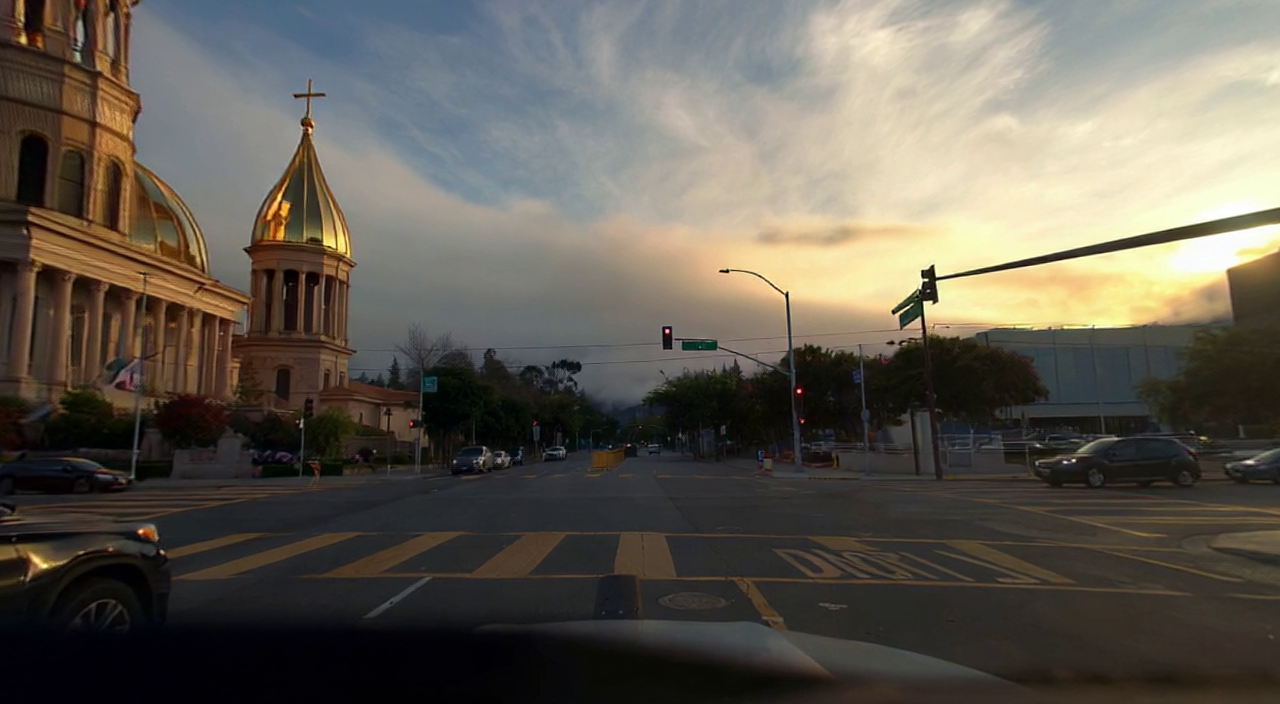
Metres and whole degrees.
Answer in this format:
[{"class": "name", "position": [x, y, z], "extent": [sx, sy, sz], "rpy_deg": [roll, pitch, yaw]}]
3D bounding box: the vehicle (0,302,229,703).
[{"class": "vehicle", "position": [-3.876, 0.582, 1.192], "extent": [2.251, 2.009, 5.688], "rpy_deg": [0, -8, 1]}]

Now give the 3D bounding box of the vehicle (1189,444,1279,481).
[{"class": "vehicle", "position": [26.365, 4.636, 26.662], "extent": [4.561, 1.475, 1.850], "rpy_deg": [0, -8, 0]}]

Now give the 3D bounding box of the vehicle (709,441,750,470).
[{"class": "vehicle", "position": [5.823, 6.773, 41.528], "extent": [1.969, 1.776, 4.329], "rpy_deg": [0, -8, -2]}]

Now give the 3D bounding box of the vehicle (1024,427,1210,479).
[{"class": "vehicle", "position": [19.871, 4.242, 26.575], "extent": [5.852, 2.057, 2.361], "rpy_deg": [0, -8, 0]}]

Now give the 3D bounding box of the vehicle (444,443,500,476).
[{"class": "vehicle", "position": [-10.246, 6.561, 38.968], "extent": [2.076, 1.876, 4.669], "rpy_deg": [0, -8, 1]}]
